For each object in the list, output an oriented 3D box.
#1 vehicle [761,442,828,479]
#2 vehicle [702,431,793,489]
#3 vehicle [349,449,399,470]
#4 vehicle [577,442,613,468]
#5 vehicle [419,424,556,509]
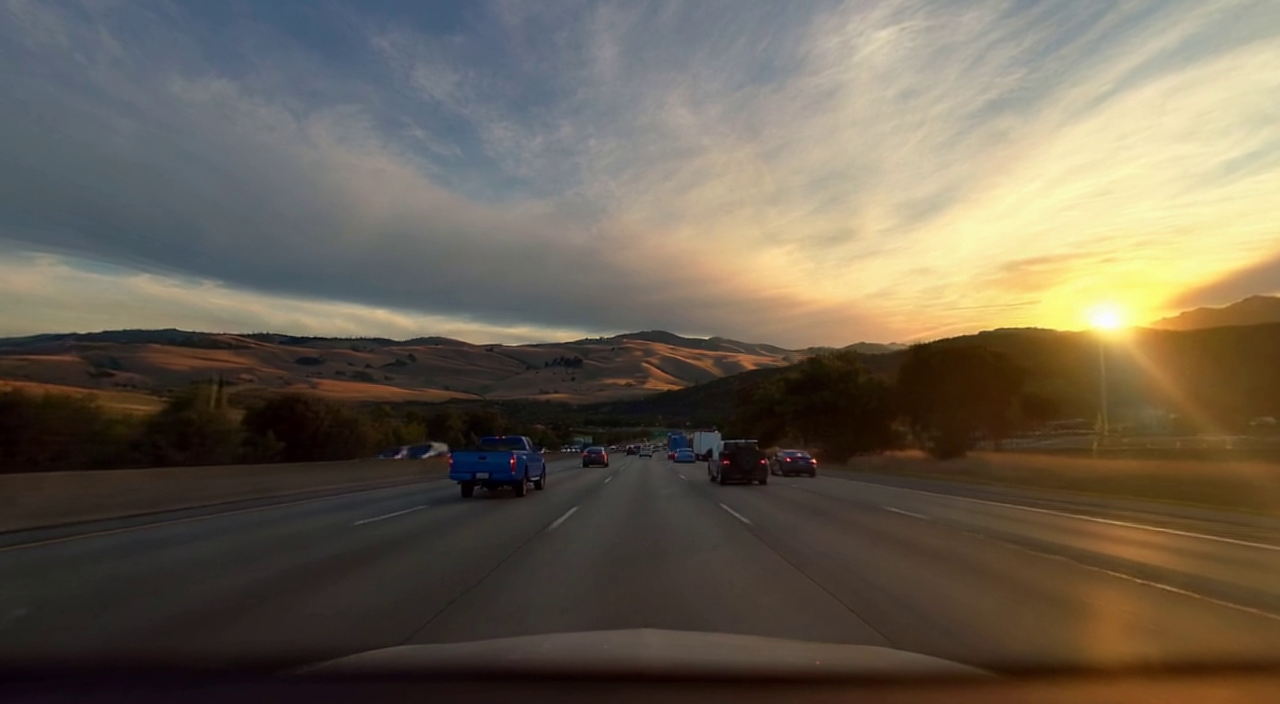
[{"bbox_3d":[7.659,5.388,31.759,2.104,1.724,4.701,0,-8,-1],"label":"vehicle"},{"bbox_3d":[3.938,4.089,24.346,2.424,1.952,5.611,0,-8,-1],"label":"vehicle"},{"bbox_3d":[-21.029,8.489,49.998,1.873,1.490,4.725,0,-8,0],"label":"vehicle"},{"bbox_3d":[-3.225,7.480,46.246,2.235,1.785,4.386,0,-8,1],"label":"vehicle"},{"bbox_3d":[-3.697,2.881,16.475,2.227,1.853,5.161,0,-8,1],"label":"vehicle"}]
